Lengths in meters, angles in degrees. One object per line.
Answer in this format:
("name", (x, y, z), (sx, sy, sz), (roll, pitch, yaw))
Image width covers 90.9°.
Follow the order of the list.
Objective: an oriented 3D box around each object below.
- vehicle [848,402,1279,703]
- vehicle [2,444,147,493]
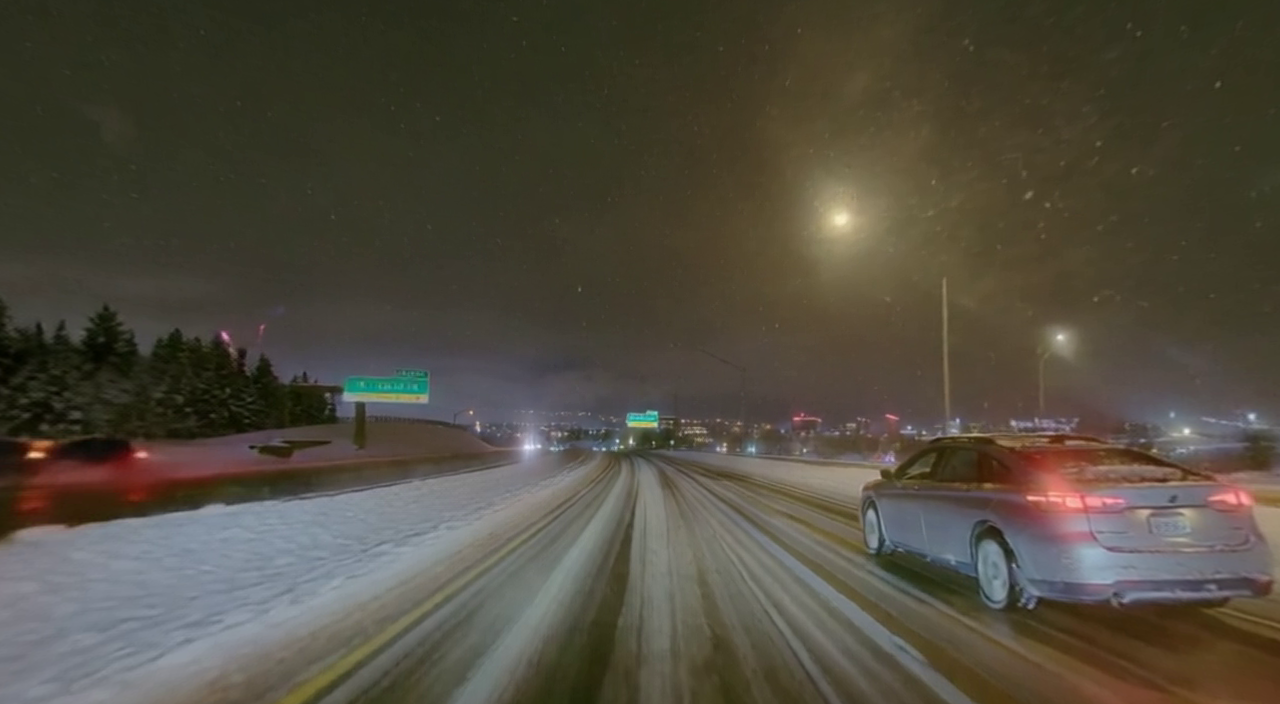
("vehicle", (3.721, 1.400, 5.643), (2.104, 1.575, 4.698), (0, -8, 0))
("vehicle", (-23.635, 4.853, 26.607), (2.278, 1.868, 4.032), (0, -8, 1))
